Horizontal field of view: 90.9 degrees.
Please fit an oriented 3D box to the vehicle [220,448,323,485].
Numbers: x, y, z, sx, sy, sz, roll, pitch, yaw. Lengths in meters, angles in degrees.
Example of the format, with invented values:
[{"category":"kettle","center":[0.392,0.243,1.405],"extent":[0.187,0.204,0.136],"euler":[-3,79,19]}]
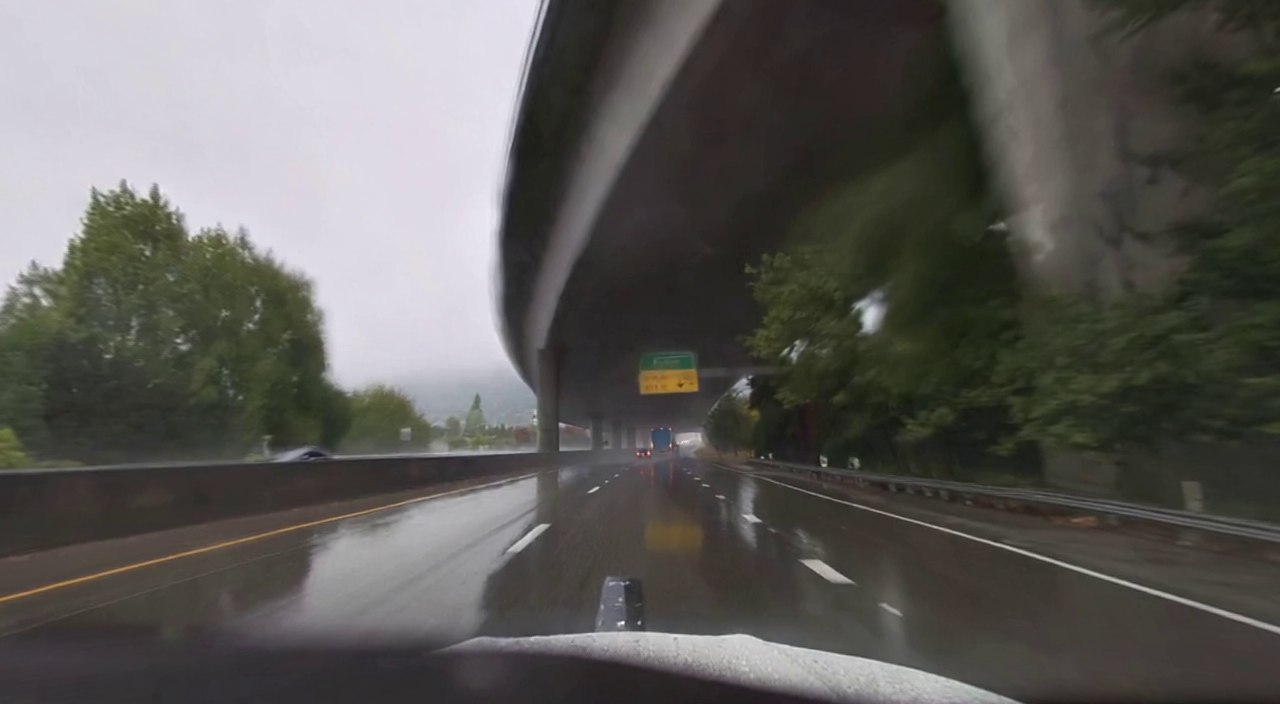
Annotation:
[{"category":"vehicle","center":[-15.229,4.736,26.316],"extent":[1.729,1.405,4.086],"euler":[-1,-9,2]}]
